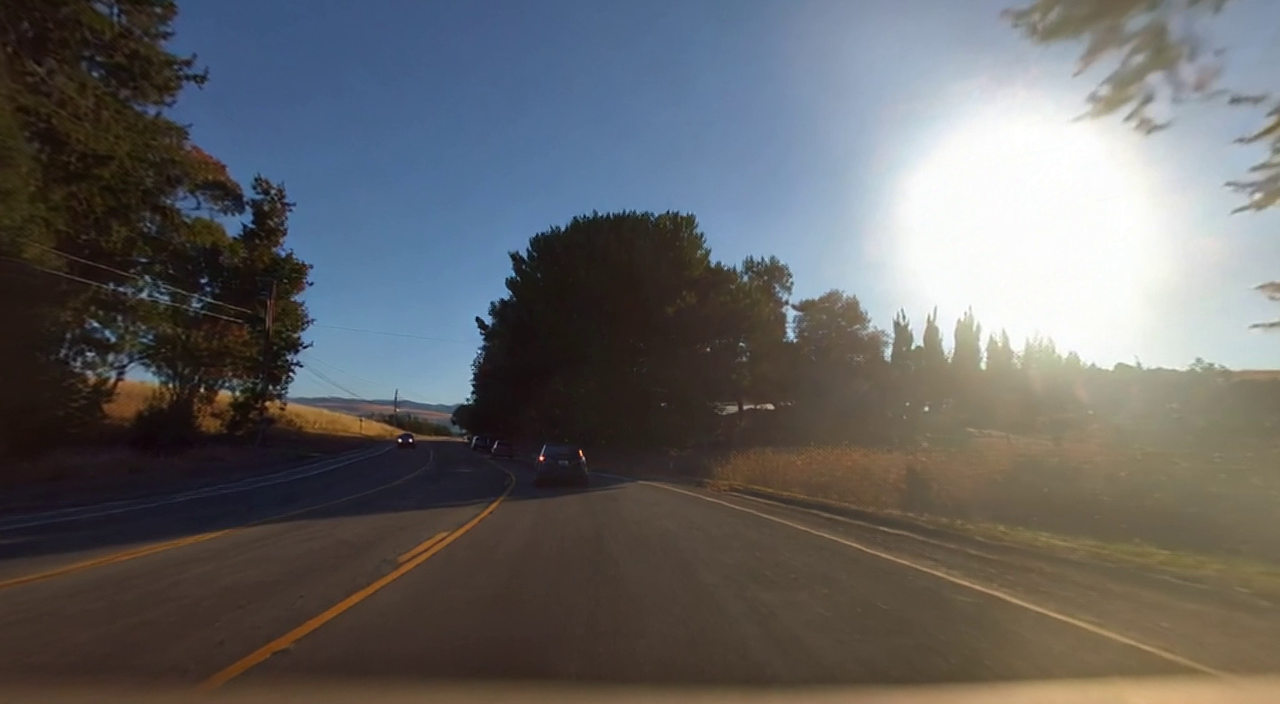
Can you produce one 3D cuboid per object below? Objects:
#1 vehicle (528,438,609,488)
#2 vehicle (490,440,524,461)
[{"bbox_3d":[-2.531,3.711,21.330,2.296,1.510,4.068,2,-9,-12],"label":"vehicle"},{"bbox_3d":[-10.326,7.582,48.590,2.080,1.530,3.719,3,-9,-19],"label":"vehicle"}]
